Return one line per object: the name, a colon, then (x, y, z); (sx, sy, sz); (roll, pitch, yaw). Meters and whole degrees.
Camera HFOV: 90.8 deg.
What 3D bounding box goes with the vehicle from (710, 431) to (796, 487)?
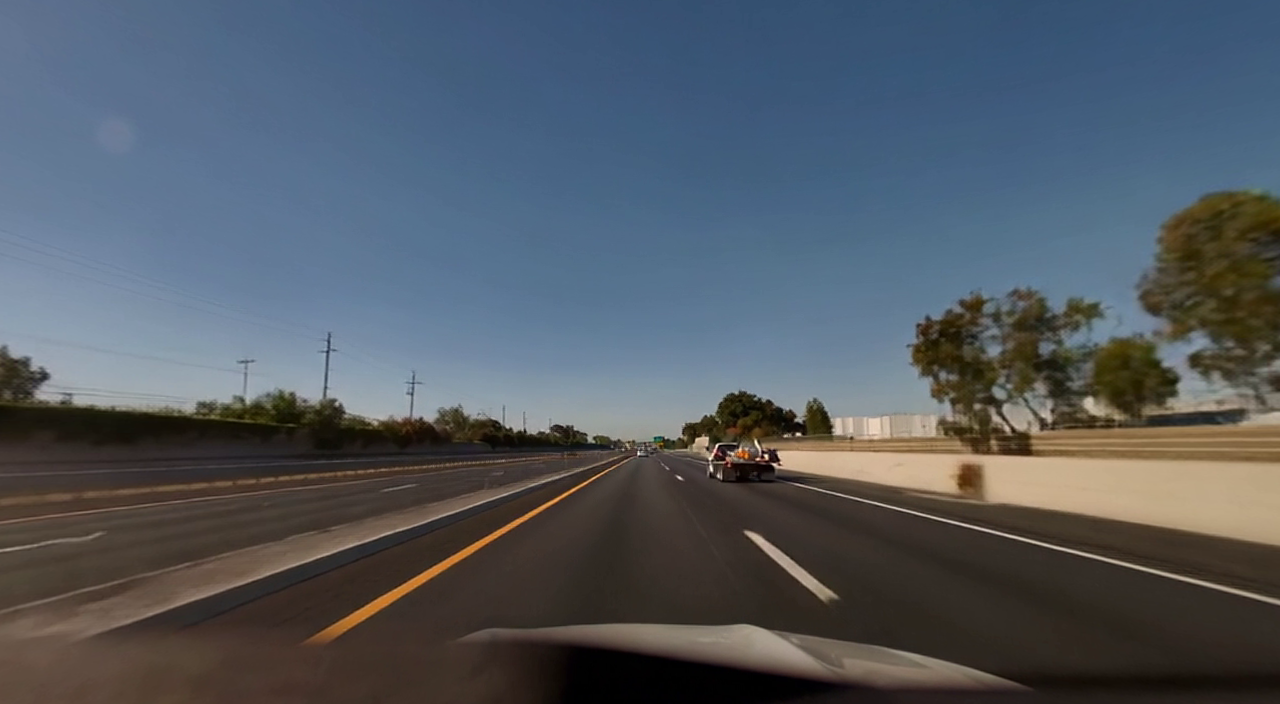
vehicle: (4.367, 4.269, 25.399); (2.309, 2.003, 5.139); (0, -9, -2)
